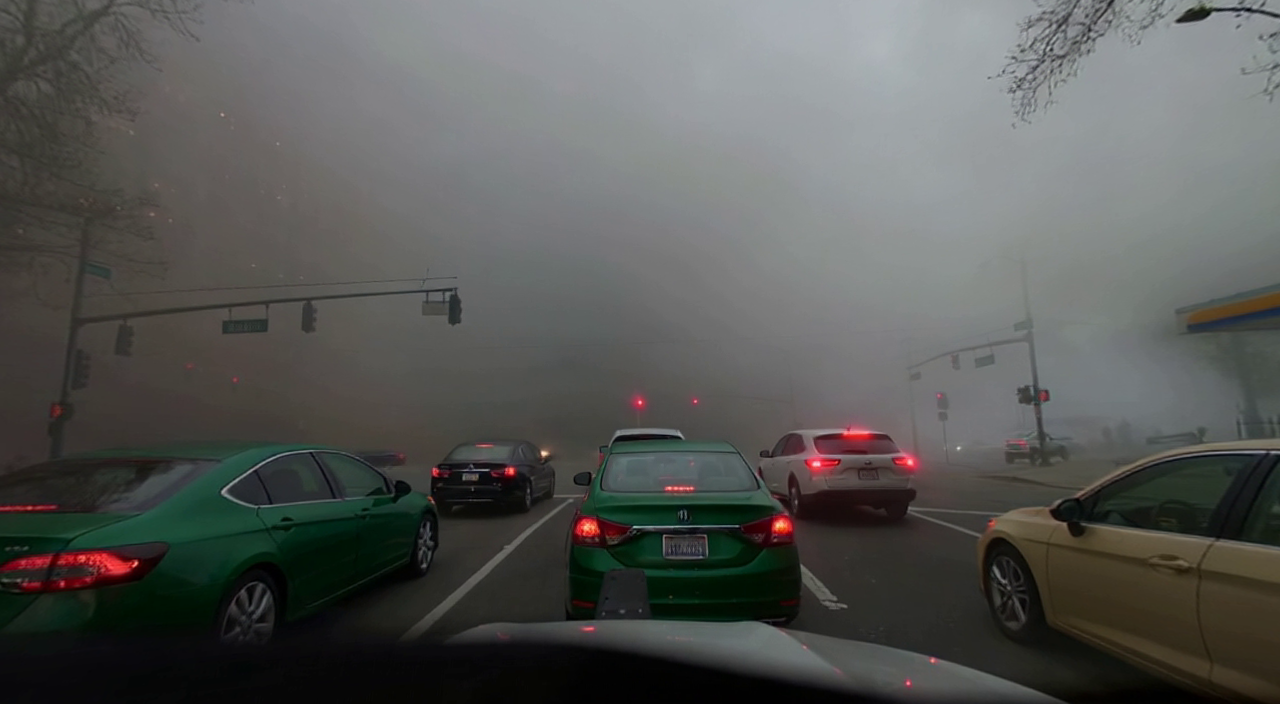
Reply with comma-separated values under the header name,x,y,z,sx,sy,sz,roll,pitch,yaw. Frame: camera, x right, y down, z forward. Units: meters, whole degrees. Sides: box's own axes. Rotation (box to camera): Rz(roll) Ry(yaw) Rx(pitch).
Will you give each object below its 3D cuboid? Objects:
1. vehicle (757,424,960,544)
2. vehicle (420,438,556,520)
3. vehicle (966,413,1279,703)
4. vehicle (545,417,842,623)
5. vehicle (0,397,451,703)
name,x,y,z,sx,sy,sz,roll,pitch,yaw
vehicle,3.396,2.123,10.768,1.947,1.630,4.127,0,-9,0
vehicle,-3.073,2.643,13.689,1.867,1.474,4.237,0,-9,0
vehicle,4.179,1.127,3.592,1.950,1.497,4.686,0,-9,-3
vehicle,0.334,1.582,6.943,2.220,1.507,4.317,0,-9,-2
vehicle,-3.008,1.245,4.608,1.887,1.493,4.255,0,-9,0
